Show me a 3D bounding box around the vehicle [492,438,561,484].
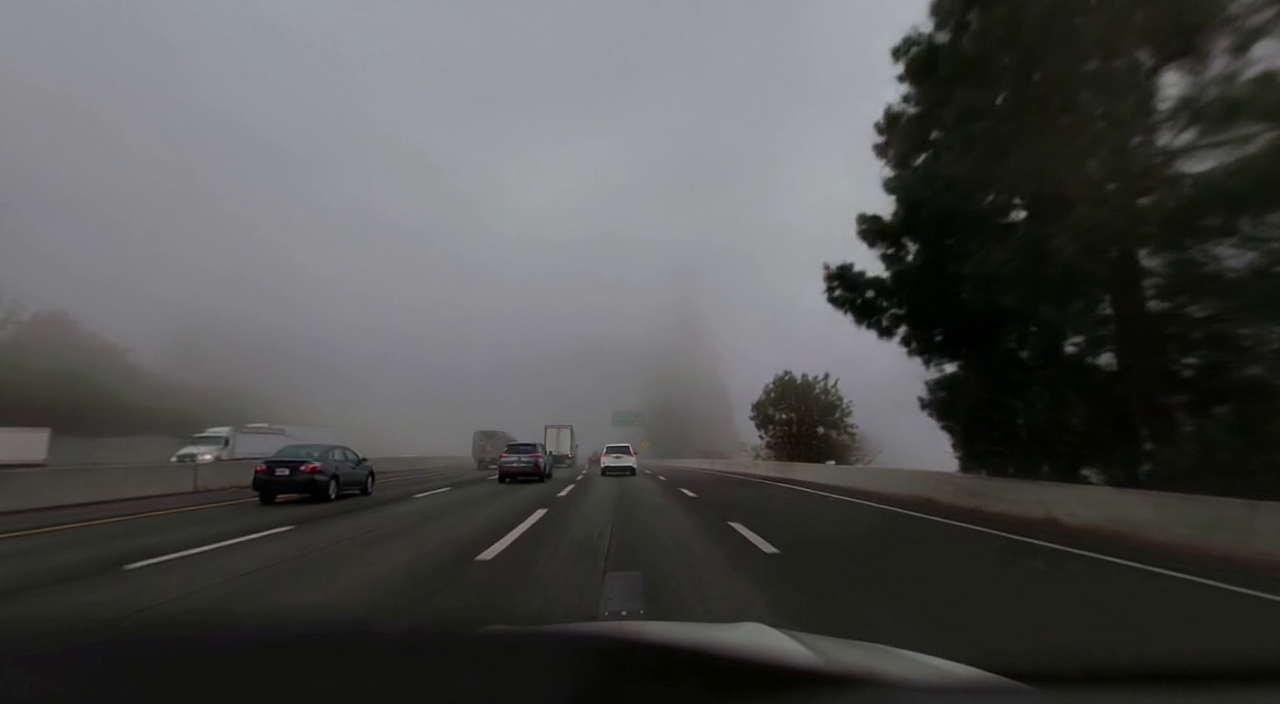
[{"bbox_3d":[-4.315,4.216,24.744,2.005,1.631,4.295,0,-8,-1],"label":"vehicle"}]

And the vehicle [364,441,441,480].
[{"bbox_3d":[-11.951,5.456,32.201,2.079,1.807,5.187,0,-8,-2],"label":"vehicle"}]

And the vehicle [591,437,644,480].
[{"bbox_3d":[-0.995,4.528,27.107,2.092,1.671,3.772,0,-8,-3],"label":"vehicle"}]

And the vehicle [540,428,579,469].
[{"bbox_3d":[-5.595,6.810,44.494,2.279,2.672,5.256,0,-8,-2],"label":"vehicle"}]

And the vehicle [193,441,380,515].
[{"bbox_3d":[-7.988,2.845,14.853,1.896,1.465,4.399,0,-8,0],"label":"vehicle"}]

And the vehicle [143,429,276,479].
[{"bbox_3d":[-16.744,3.988,24.906,2.044,1.747,4.769,0,-8,-3],"label":"vehicle"}]
